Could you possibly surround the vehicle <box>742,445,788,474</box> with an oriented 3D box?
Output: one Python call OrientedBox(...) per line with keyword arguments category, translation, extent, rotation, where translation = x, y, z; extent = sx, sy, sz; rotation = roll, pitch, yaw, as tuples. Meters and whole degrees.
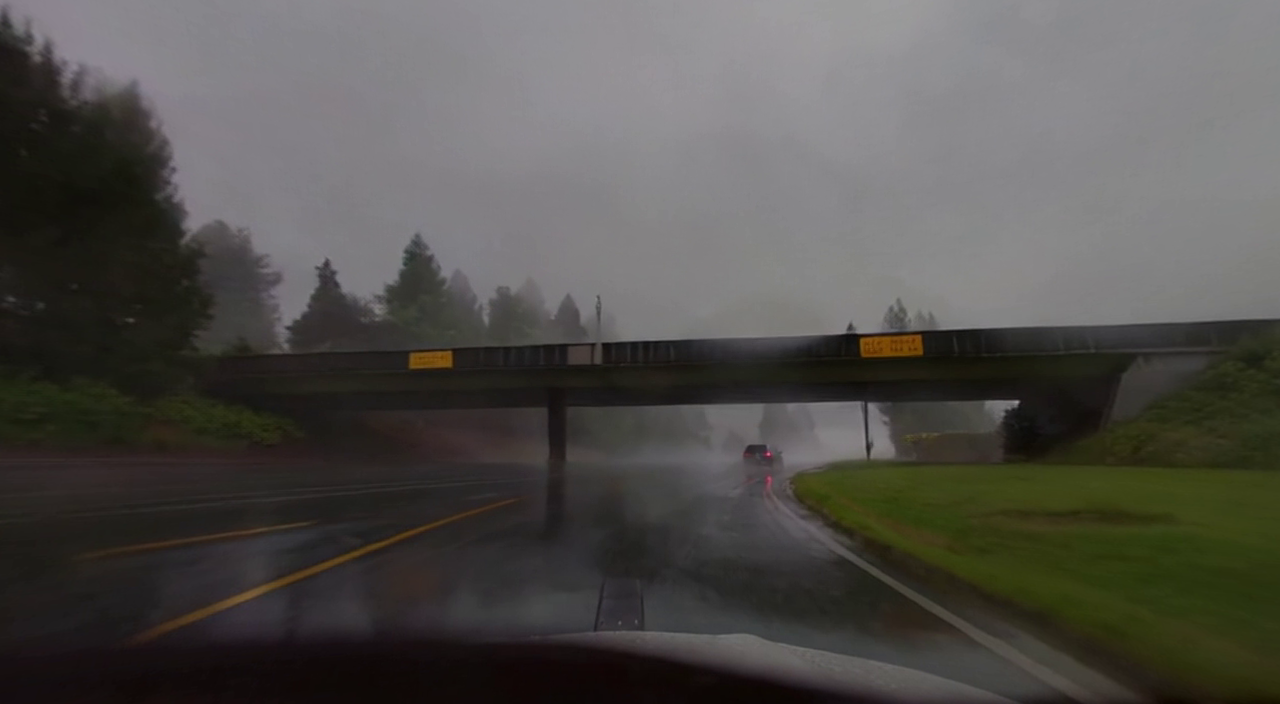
OrientedBox(category="vehicle", translation=(6.809, 5.809, 34.021), extent=(1.980, 1.449, 3.650), rotation=(-3, -9, 18))
